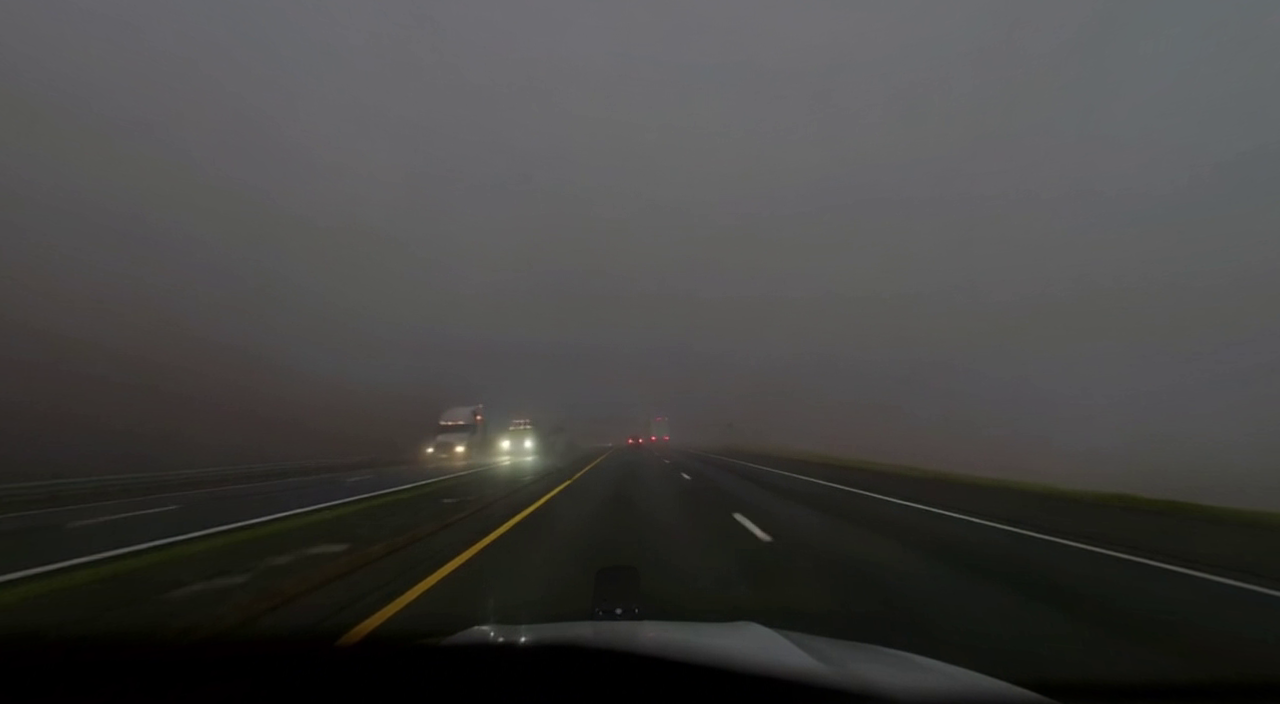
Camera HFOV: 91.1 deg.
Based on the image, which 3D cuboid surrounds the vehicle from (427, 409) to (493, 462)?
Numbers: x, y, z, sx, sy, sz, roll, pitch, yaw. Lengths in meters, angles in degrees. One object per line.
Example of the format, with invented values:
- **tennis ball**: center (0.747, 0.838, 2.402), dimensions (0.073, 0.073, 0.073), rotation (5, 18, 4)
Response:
- **vehicle**: center (-13.542, 6.376, 48.175), dimensions (2.653, 3.576, 8.959), rotation (-1, -7, -1)

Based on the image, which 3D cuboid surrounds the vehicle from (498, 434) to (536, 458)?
- **vehicle**: center (-9.433, 7.255, 48.642), dimensions (2.058, 1.735, 4.603), rotation (0, -8, 0)
